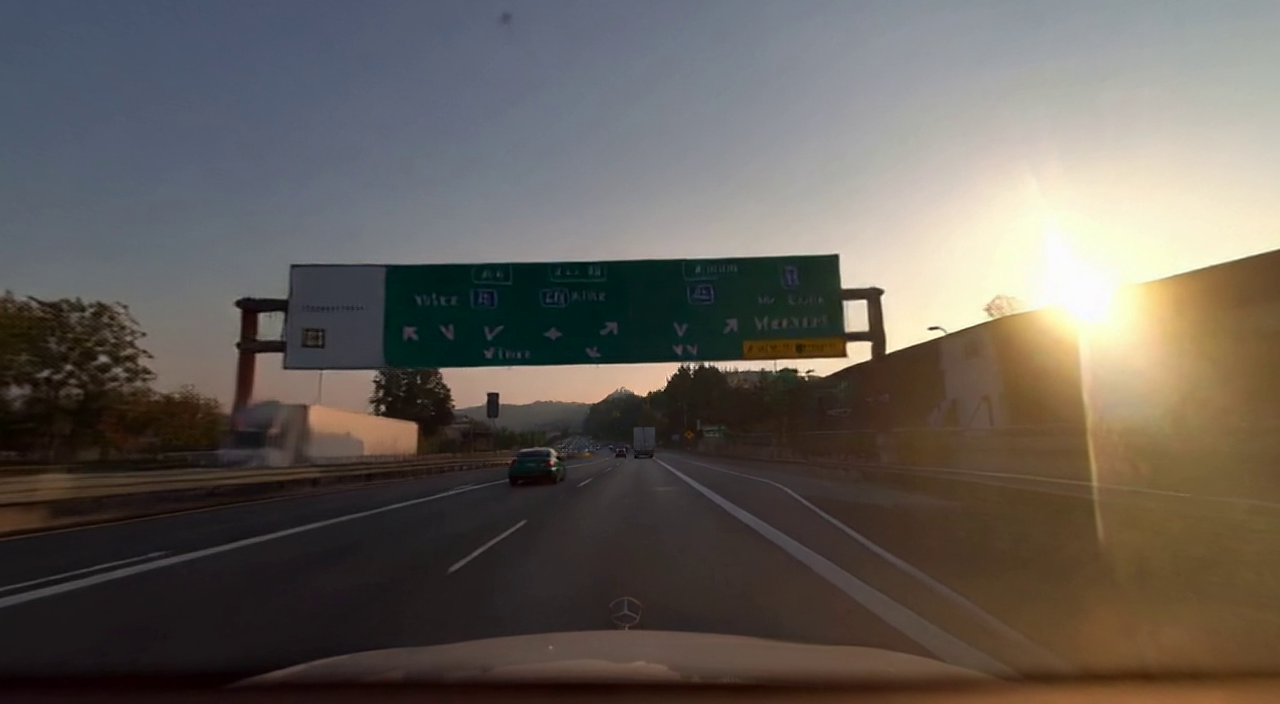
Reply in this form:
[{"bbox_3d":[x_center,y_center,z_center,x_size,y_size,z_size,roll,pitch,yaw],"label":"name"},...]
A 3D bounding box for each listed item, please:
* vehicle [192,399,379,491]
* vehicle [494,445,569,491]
[{"bbox_3d":[-17.485,4.851,32.665,2.993,3.871,11.549,0,-9,0],"label":"vehicle"},{"bbox_3d":[-3.721,4.072,22.444,1.886,1.465,4.119,0,-9,1],"label":"vehicle"}]
